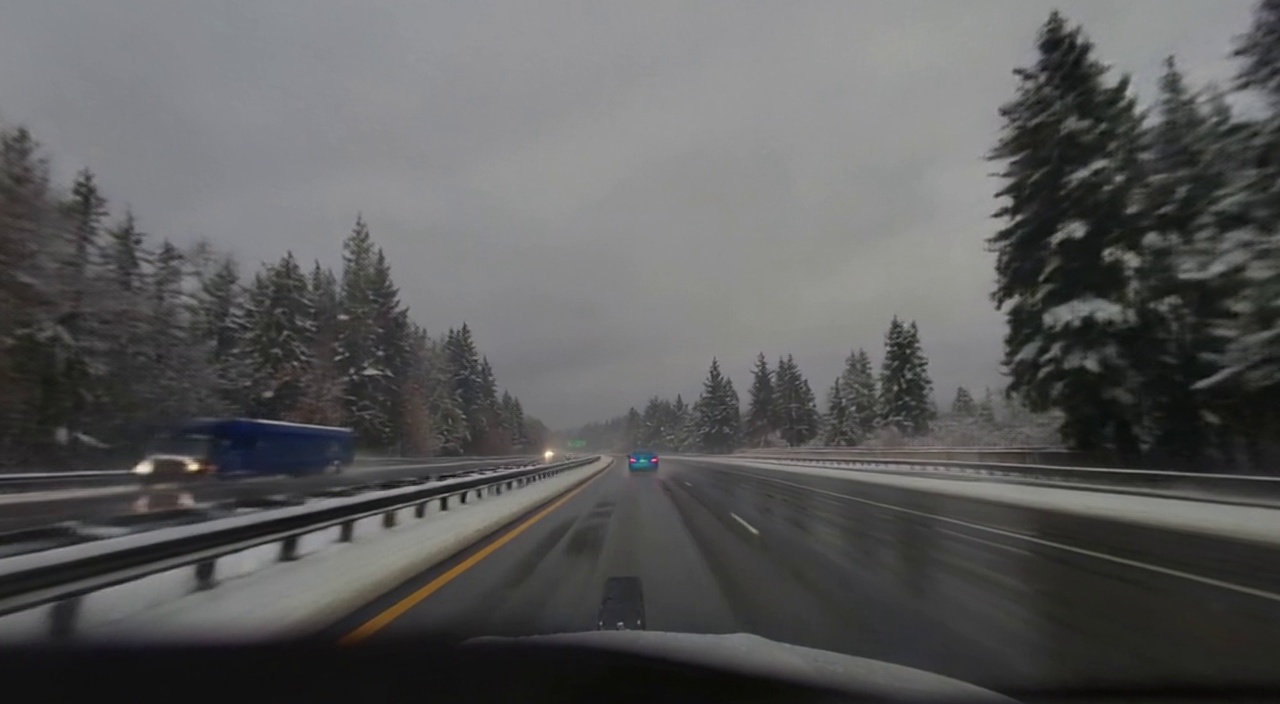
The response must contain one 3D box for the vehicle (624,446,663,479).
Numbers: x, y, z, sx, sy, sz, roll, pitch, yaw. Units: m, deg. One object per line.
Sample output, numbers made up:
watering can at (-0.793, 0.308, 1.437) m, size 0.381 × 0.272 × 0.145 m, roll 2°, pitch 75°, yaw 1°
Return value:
vehicle at (0.141, 5.932, 34.111) m, size 1.987 × 1.658 × 3.620 m, roll 0°, pitch -9°, yaw -1°
